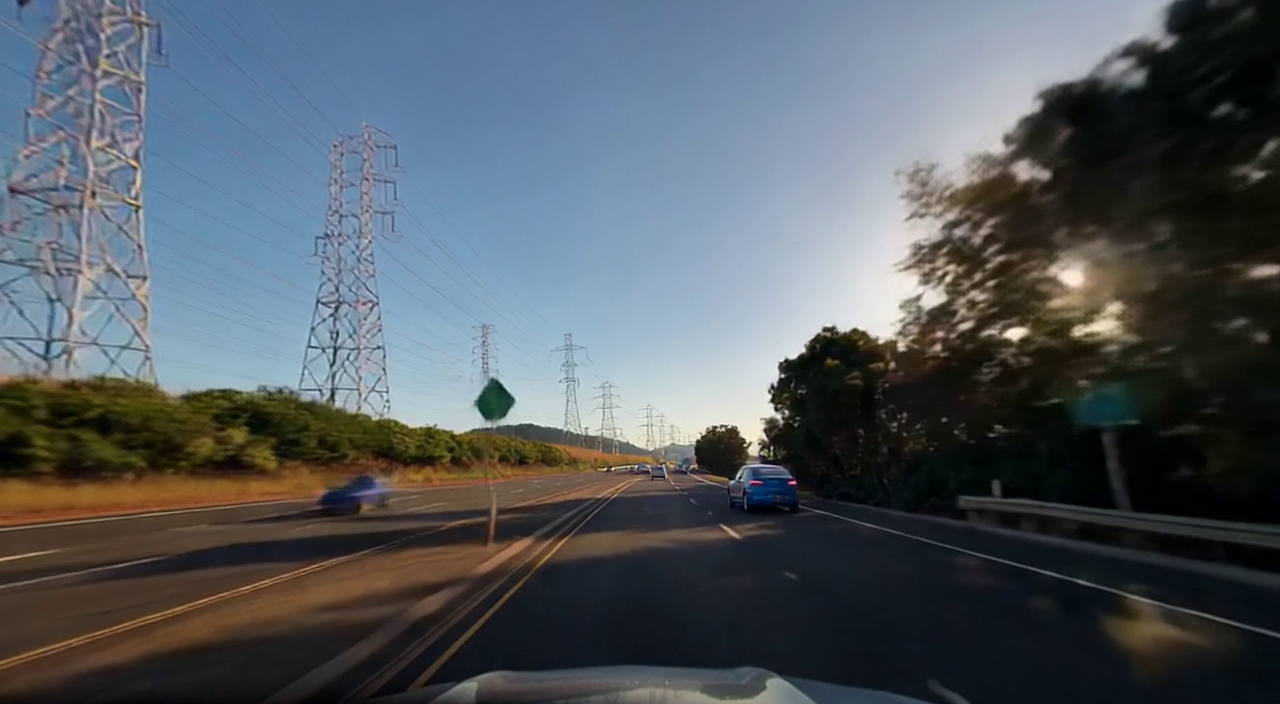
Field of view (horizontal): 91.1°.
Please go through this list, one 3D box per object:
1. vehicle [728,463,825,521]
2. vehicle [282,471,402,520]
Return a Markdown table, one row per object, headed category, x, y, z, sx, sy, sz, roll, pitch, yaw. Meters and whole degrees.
| category | x | y | z | sx | sy | sz | roll | pitch | yaw |
| --- | --- | --- | --- | --- | --- | --- | --- | --- | --- |
| vehicle | 3.936 | 4.123 | 18.858 | 1.985 | 1.521 | 3.904 | 1 | -10 | -1 |
| vehicle | -10.395 | 5.029 | 22.363 | 1.994 | 1.464 | 4.511 | 1 | -10 | 1 |
